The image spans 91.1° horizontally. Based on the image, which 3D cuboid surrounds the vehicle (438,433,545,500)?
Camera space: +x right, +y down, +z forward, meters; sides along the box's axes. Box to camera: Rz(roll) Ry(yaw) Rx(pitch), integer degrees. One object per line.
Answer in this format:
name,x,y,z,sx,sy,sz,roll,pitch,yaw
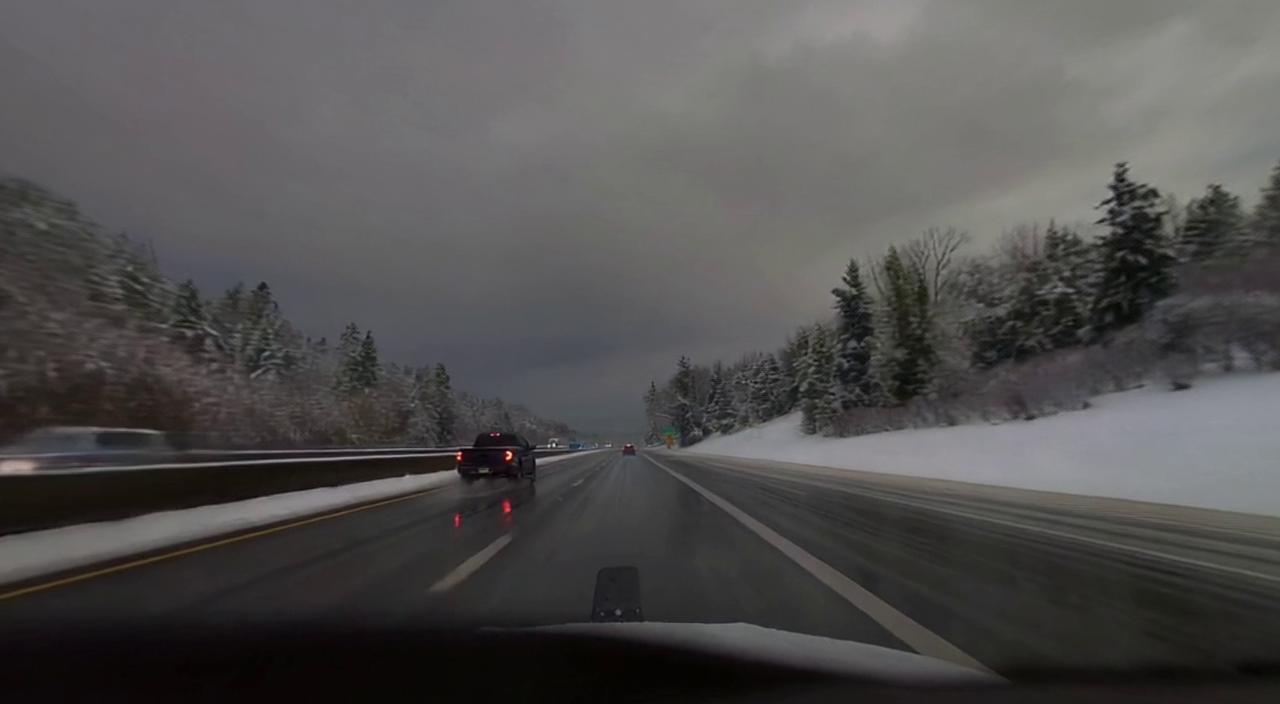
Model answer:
vehicle,-4.243,3.344,18.749,2.111,1.717,4.426,0,-9,0
